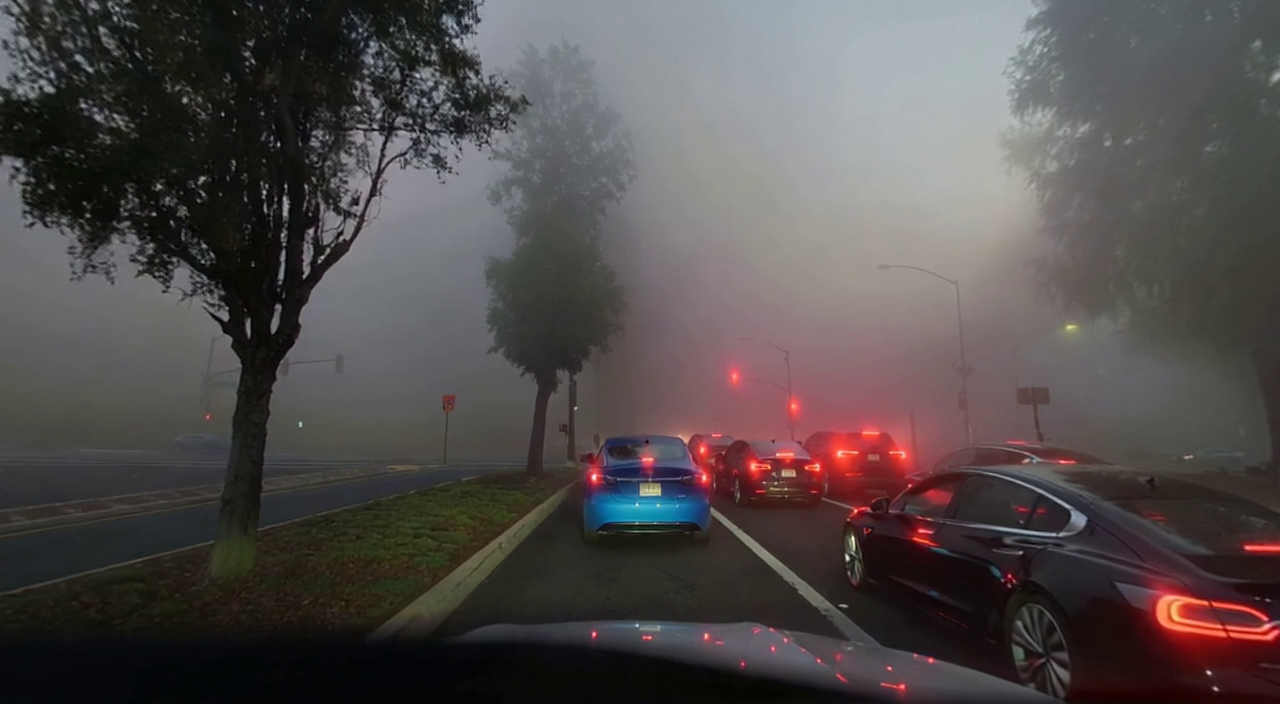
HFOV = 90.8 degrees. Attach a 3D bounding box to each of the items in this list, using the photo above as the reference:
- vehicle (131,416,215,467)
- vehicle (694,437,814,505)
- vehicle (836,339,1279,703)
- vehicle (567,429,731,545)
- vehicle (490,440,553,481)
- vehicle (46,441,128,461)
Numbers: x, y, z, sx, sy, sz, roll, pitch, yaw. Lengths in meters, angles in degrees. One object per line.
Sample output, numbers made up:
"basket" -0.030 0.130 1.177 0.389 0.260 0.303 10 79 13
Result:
"vehicle" -29.263 5.615 39.706 2.608 2.990 3.026 2 -8 3
"vehicle" 2.699 2.933 16.042 2.058 1.466 4.208 0 -8 -3
"vehicle" 3.186 1.111 4.301 2.167 1.676 4.443 0 -8 -1
"vehicle" 0.031 2.088 10.485 2.147 1.499 4.240 0 -8 -2
"vehicle" -4.634 4.283 25.258 1.972 1.457 4.171 0 -8 -4
"vehicle" -42.149 7.538 48.217 4.418 1.415 1.941 0 -8 -2
